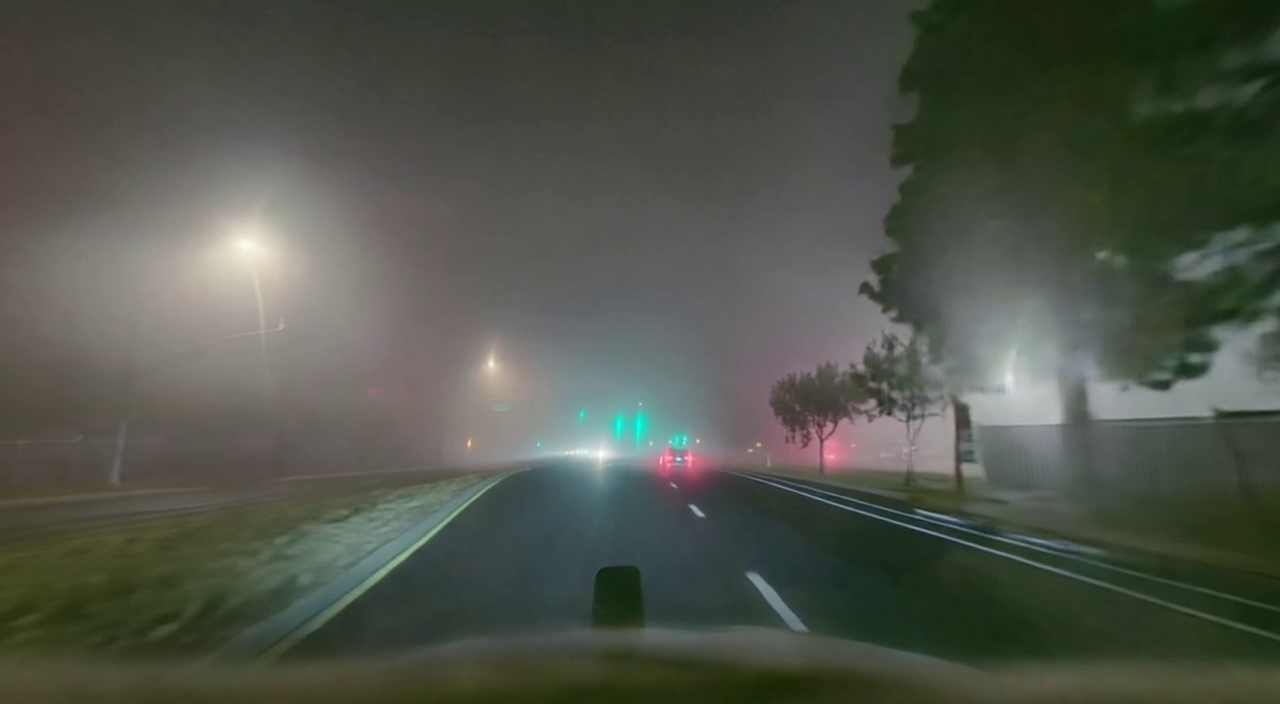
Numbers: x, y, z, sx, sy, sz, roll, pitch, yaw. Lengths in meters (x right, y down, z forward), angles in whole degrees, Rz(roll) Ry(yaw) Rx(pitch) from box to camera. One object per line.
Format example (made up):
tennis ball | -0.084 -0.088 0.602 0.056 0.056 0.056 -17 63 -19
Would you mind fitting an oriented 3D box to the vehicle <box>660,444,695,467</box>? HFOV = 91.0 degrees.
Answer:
vehicle | 2.515 7.039 43.074 2.105 1.490 4.008 0 -9 -1
